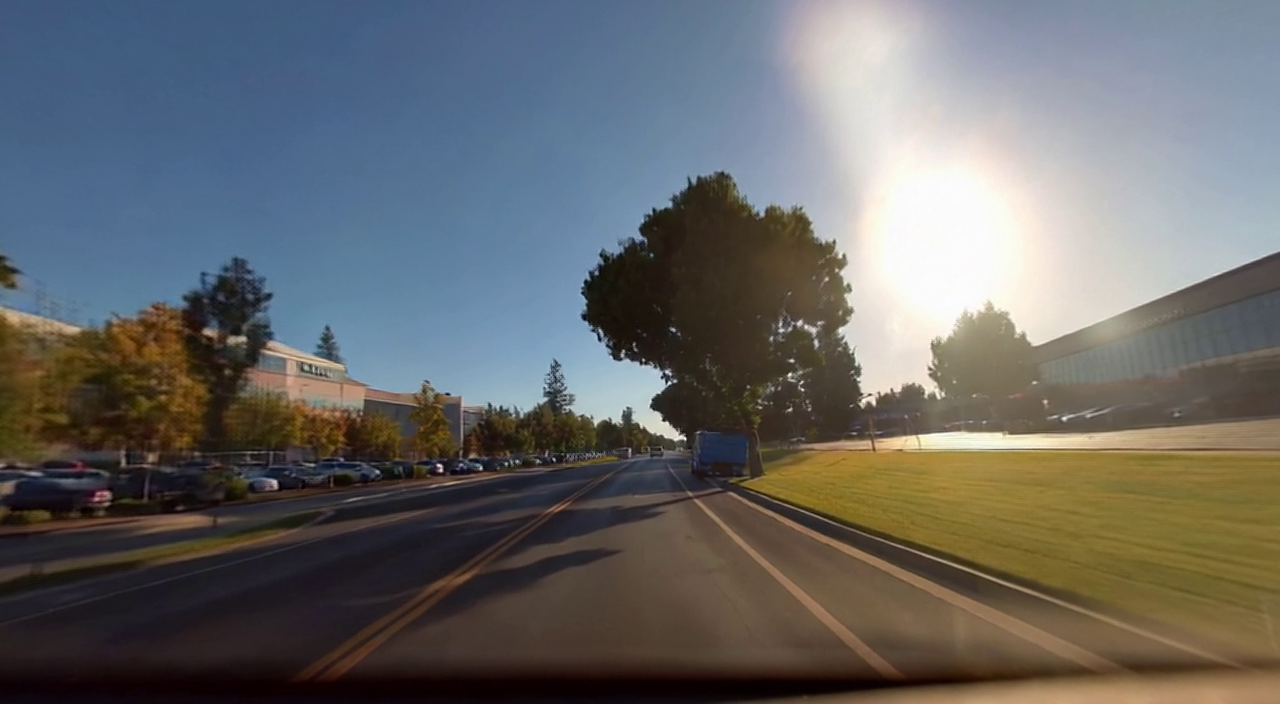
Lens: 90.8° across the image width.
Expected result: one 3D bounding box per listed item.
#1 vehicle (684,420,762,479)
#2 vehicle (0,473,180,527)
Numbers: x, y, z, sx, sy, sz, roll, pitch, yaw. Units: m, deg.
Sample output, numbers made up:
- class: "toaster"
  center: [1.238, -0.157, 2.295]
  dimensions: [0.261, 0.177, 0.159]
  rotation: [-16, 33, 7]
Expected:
- class: "vehicle"
  center: [4.691, 5.845, 38.142]
  dimensions: [3.282, 3.067, 10.181]
  rotation: [0, -9, 0]
- class: "vehicle"
  center: [-22.330, 5.967, 25.957]
  dimensions: [2.233, 1.709, 5.161]
  rotation: [-3, -9, 16]
